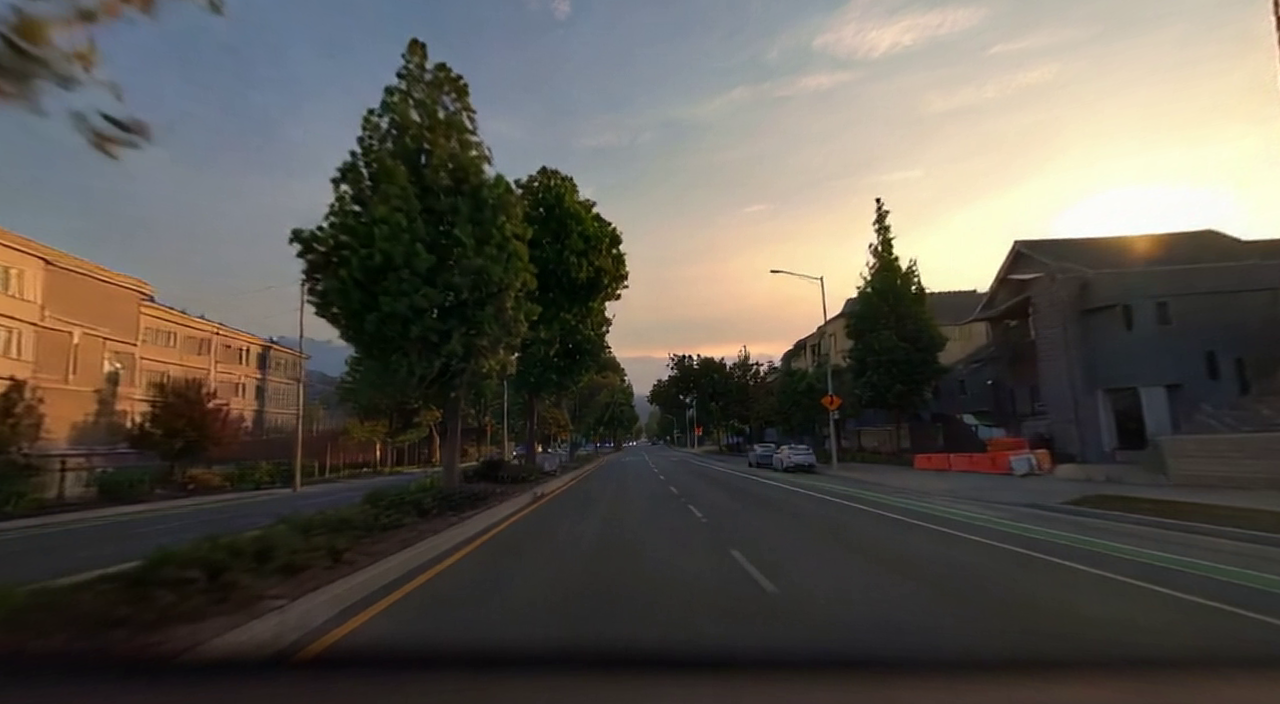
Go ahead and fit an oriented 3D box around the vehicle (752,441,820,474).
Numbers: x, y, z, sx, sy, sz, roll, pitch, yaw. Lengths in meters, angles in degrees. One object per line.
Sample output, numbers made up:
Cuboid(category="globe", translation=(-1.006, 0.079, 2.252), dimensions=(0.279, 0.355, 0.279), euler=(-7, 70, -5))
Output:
Cuboid(category="vehicle", translation=(7.039, 5.128, 30.982), dimensions=(1.986, 1.498, 5.099), euler=(0, -8, -2))
